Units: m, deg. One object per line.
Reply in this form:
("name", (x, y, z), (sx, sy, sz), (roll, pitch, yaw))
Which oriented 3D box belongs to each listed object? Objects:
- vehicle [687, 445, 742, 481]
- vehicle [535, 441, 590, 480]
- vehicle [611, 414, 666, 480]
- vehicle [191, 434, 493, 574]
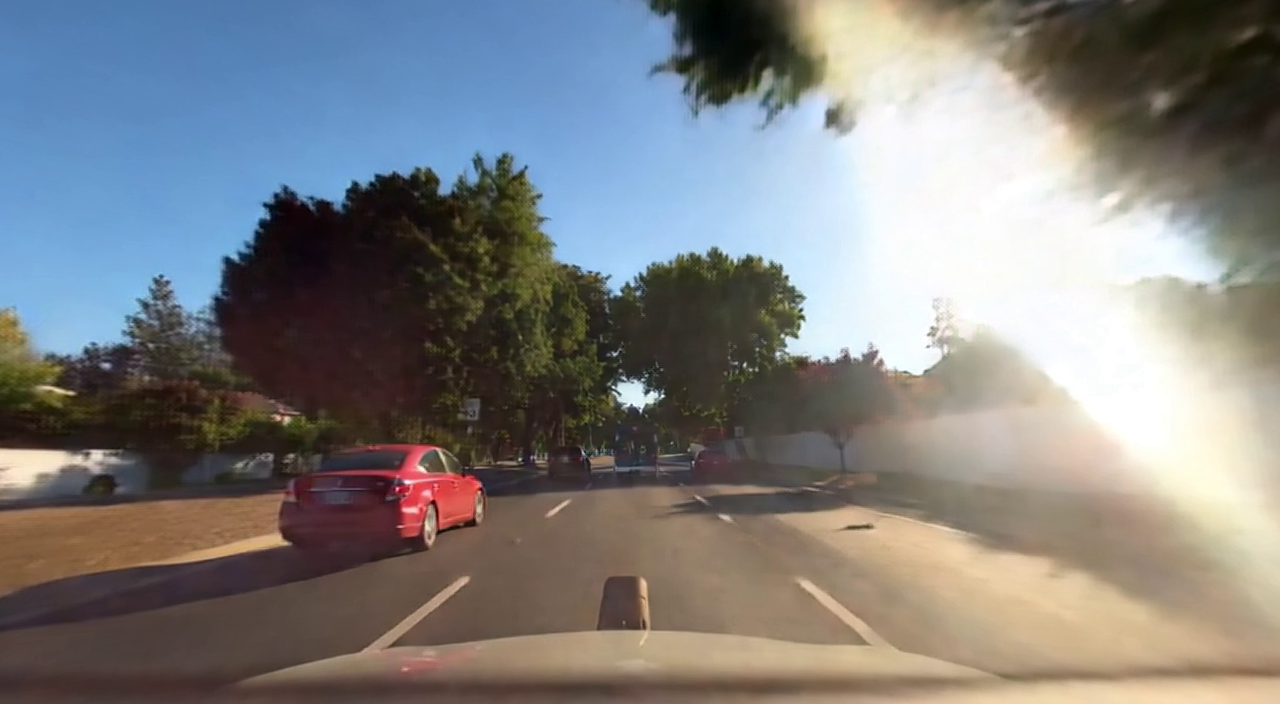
("vehicle", (3.300, 5.017, 28.633), (1.945, 1.469, 4.258), (0, -9, -1))
("vehicle", (-3.628, 5.149, 30.031), (2.021, 1.715, 4.329), (0, -9, 1))
("vehicle", (-0.148, 4.436, 29.357), (2.311, 2.726, 5.814), (0, -9, -2))
("vehicle", (-3.729, 1.983, 9.064), (2.036, 1.474, 4.647), (0, -9, 1))
